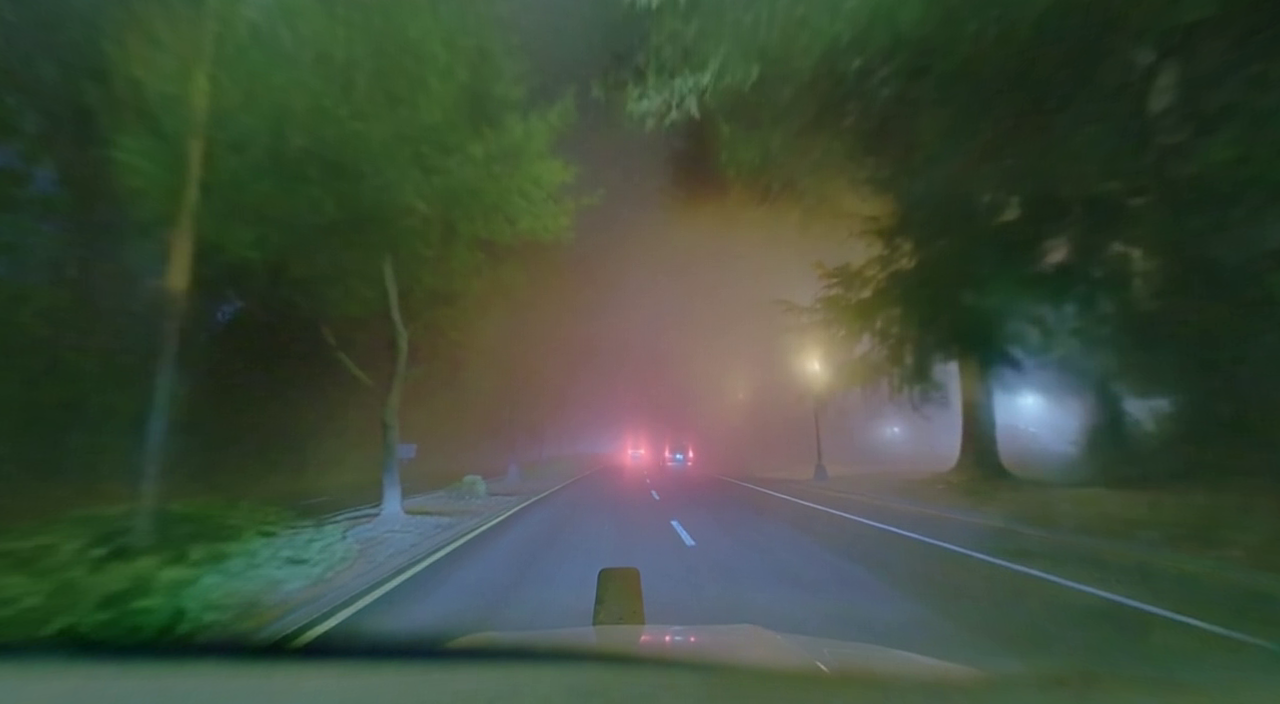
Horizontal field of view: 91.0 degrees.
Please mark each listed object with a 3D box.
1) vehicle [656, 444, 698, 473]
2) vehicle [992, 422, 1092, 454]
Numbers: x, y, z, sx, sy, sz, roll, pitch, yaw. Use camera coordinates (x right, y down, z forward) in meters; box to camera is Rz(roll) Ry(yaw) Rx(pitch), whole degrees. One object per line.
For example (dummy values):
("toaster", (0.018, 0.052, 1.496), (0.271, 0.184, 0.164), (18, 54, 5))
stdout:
("vehicle", (2.040, 6.052, 36.109), (2.044, 1.537, 4.528), (0, -9, -1))
("vehicle", (27.854, 6.004, 43.743), (5.465, 2.116, 2.004), (0, -8, 0))
